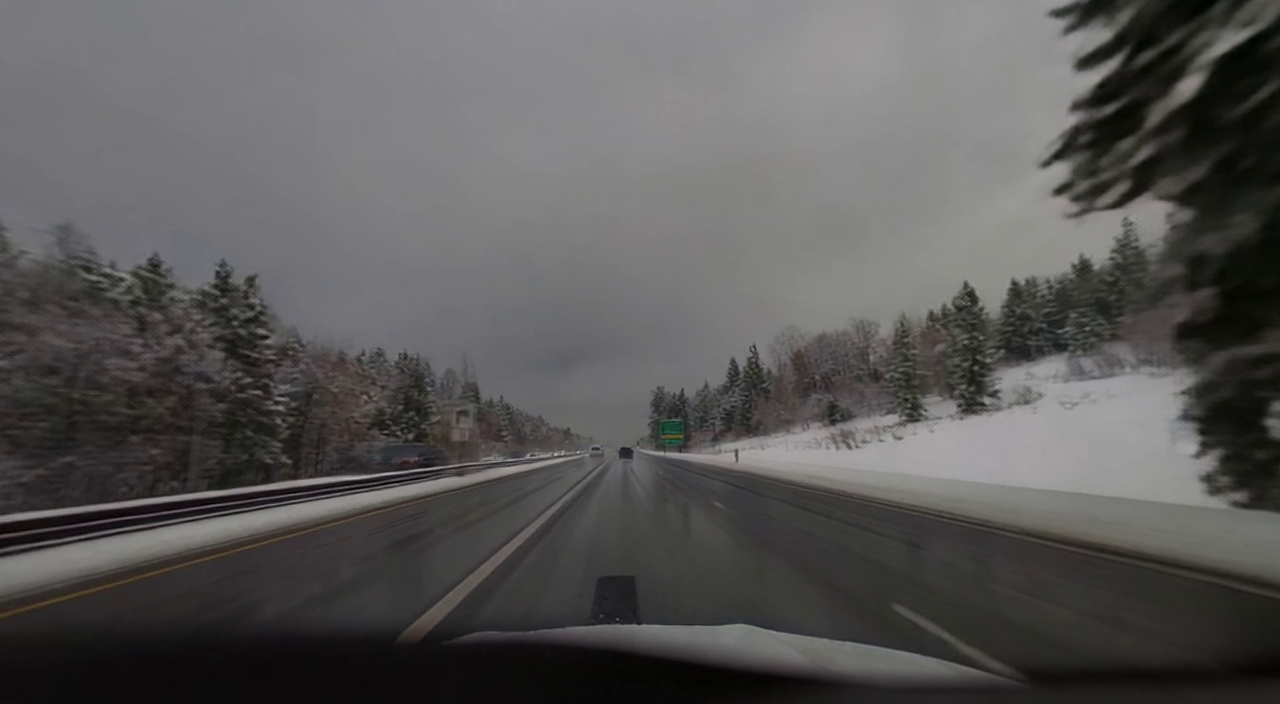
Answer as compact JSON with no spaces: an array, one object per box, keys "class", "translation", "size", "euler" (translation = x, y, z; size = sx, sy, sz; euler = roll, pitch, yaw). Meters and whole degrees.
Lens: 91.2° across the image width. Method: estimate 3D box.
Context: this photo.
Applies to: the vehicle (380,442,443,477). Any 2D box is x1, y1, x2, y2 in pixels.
[{"class":"vehicle","translation":[-16.205,7.664,44.805],"size":[2.303,2.310,5.855],"euler":[0,-9,0]}]
